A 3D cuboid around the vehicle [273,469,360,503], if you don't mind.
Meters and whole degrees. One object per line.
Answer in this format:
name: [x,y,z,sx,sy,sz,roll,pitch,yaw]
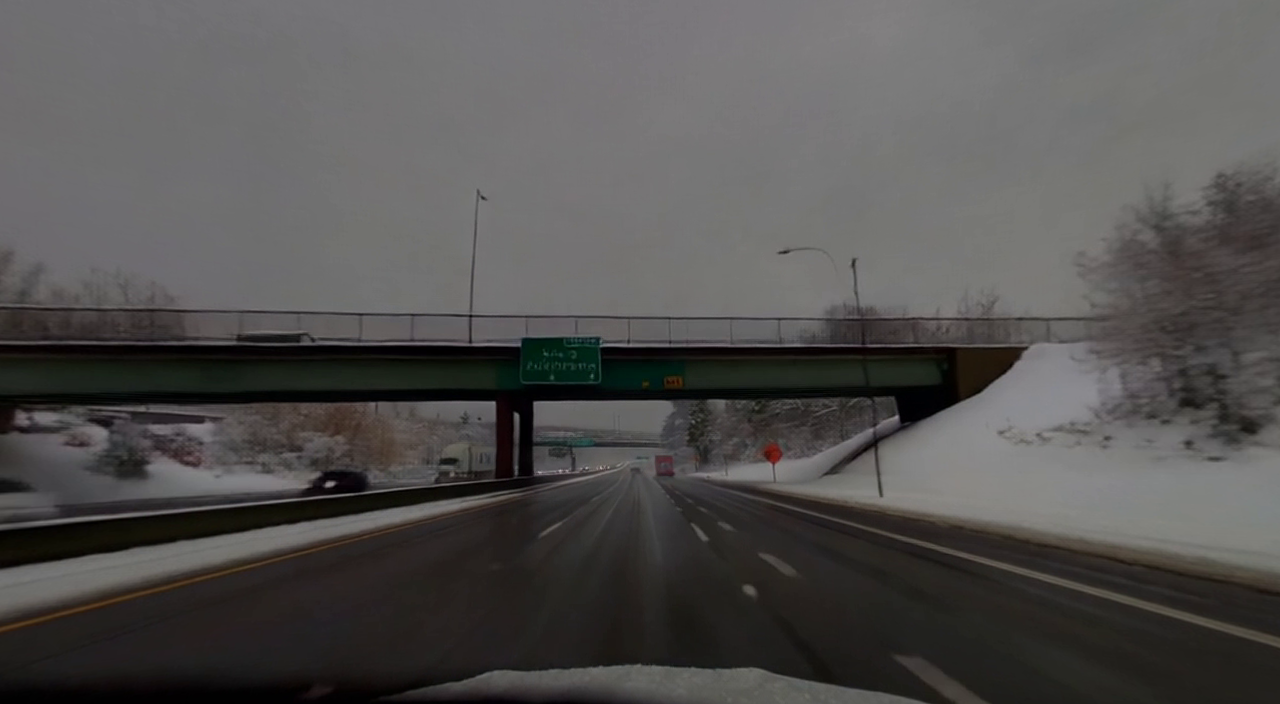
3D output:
vehicle: [-15.806,6.544,31.078,1.898,1.518,4.496,1,-10,0]
